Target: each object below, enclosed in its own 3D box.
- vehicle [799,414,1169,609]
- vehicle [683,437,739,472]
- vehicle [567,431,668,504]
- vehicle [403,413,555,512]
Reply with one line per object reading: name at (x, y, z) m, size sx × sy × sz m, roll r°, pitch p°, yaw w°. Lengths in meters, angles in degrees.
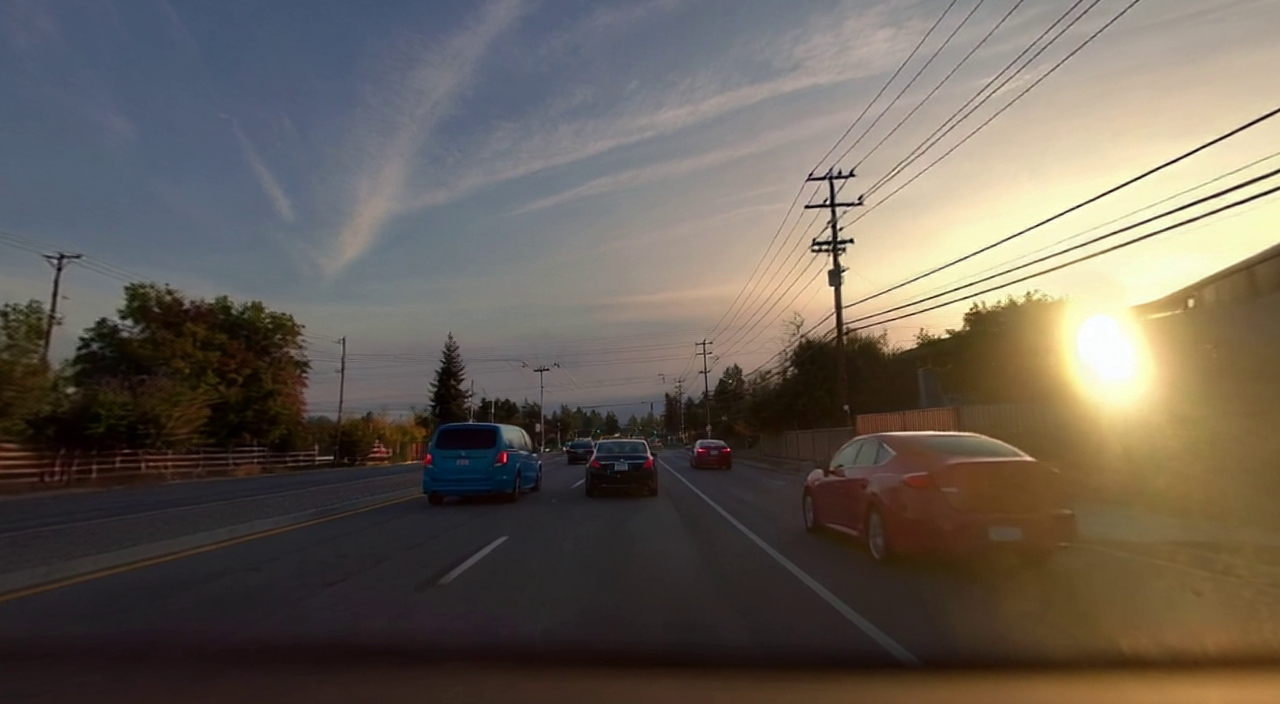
vehicle at (3.198, 1.540, 6.912) m, size 1.880 × 1.521 × 3.724 m, roll 0°, pitch -9°, yaw -1°
vehicle at (3.138, 4.635, 28.792) m, size 1.878 × 1.479 × 4.461 m, roll 0°, pitch -9°, yaw -2°
vehicle at (-0.455, 2.714, 15.171) m, size 2.097 × 1.511 × 3.809 m, roll 0°, pitch -9°, yaw 0°
vehicle at (-3.363, 2.440, 14.346) m, size 2.092 × 1.839 × 4.736 m, roll 0°, pitch -9°, yaw 1°
